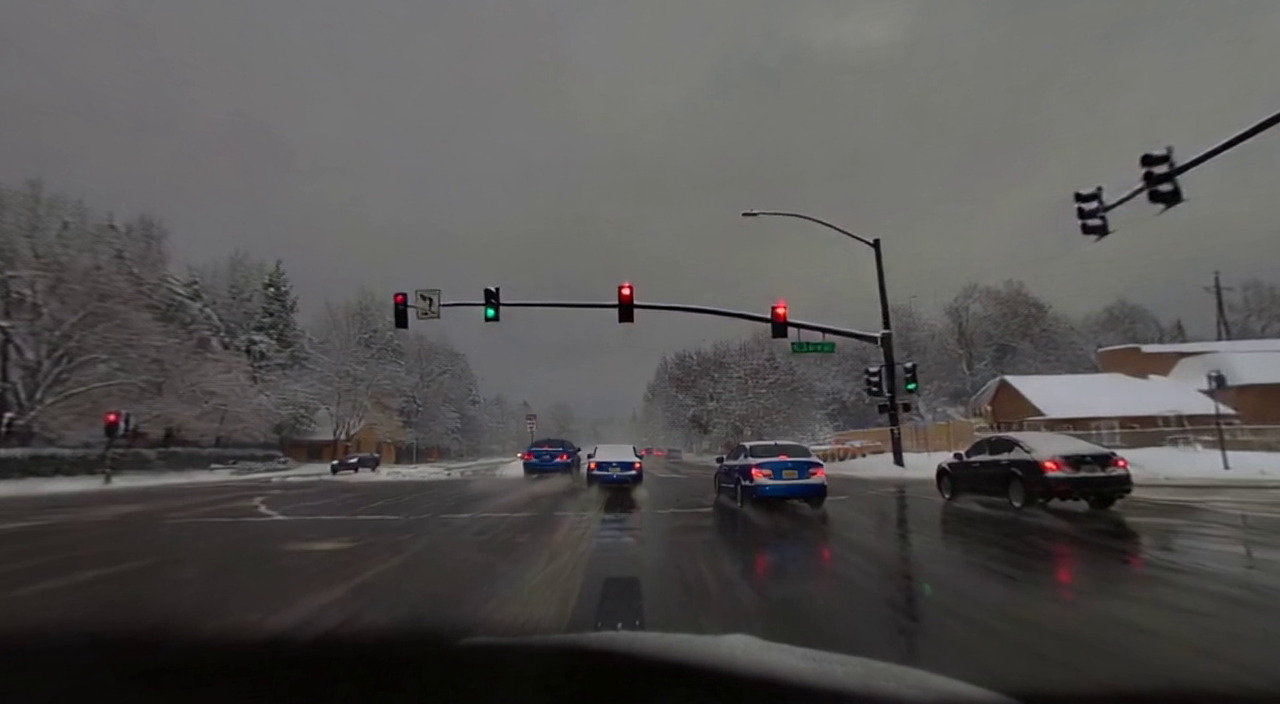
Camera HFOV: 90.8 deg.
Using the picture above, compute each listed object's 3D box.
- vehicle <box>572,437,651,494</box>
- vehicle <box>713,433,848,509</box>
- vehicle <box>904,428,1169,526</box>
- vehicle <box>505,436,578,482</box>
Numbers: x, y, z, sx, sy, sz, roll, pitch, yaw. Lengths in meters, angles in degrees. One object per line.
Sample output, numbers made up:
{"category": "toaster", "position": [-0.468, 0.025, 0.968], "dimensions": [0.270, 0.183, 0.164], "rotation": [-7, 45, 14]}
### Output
{"category": "vehicle", "position": [-0.793, 3.309, 18.784], "dimensions": [2.065, 1.464, 4.216], "rotation": [0, -8, -1]}
{"category": "vehicle", "position": [3.075, 2.715, 14.932], "dimensions": [2.053, 1.490, 4.464], "rotation": [0, -8, -1]}
{"category": "vehicle", "position": [6.923, 2.211, 11.785], "dimensions": [2.004, 1.455, 4.417], "rotation": [0, -8, -1]}
{"category": "vehicle", "position": [-3.672, 4.066, 24.314], "dimensions": [2.073, 1.606, 4.364], "rotation": [0, -8, 0]}
